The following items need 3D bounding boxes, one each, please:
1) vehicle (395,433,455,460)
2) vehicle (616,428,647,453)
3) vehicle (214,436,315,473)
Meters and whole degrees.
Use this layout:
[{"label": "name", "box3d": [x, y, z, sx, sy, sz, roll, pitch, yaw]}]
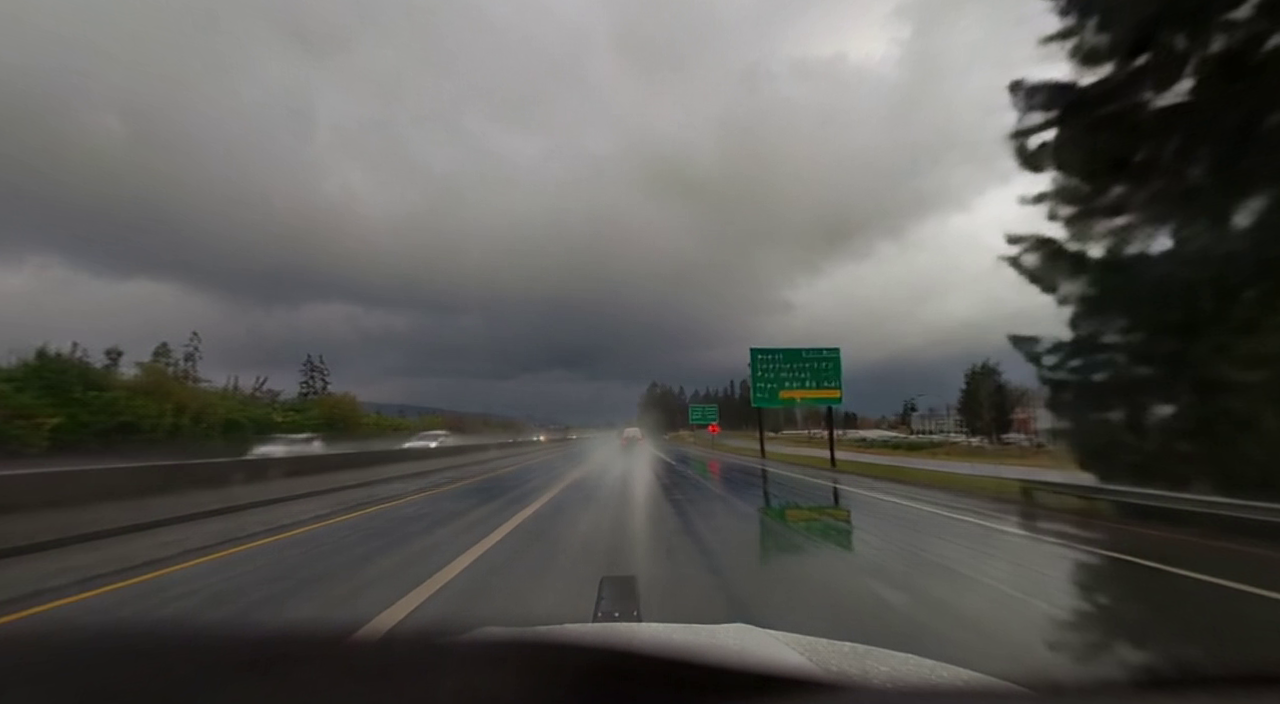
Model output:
[{"label": "vehicle", "box3d": [-12.397, 5.462, 36.609, 1.993, 1.508, 4.223, 0, -8, -1]}, {"label": "vehicle", "box3d": [-0.682, 6.999, 49.921, 2.295, 1.861, 4.564, 0, -8, -1]}, {"label": "vehicle", "box3d": [-17.174, 4.675, 29.098, 1.897, 1.575, 4.535, 0, -8, -1]}]
